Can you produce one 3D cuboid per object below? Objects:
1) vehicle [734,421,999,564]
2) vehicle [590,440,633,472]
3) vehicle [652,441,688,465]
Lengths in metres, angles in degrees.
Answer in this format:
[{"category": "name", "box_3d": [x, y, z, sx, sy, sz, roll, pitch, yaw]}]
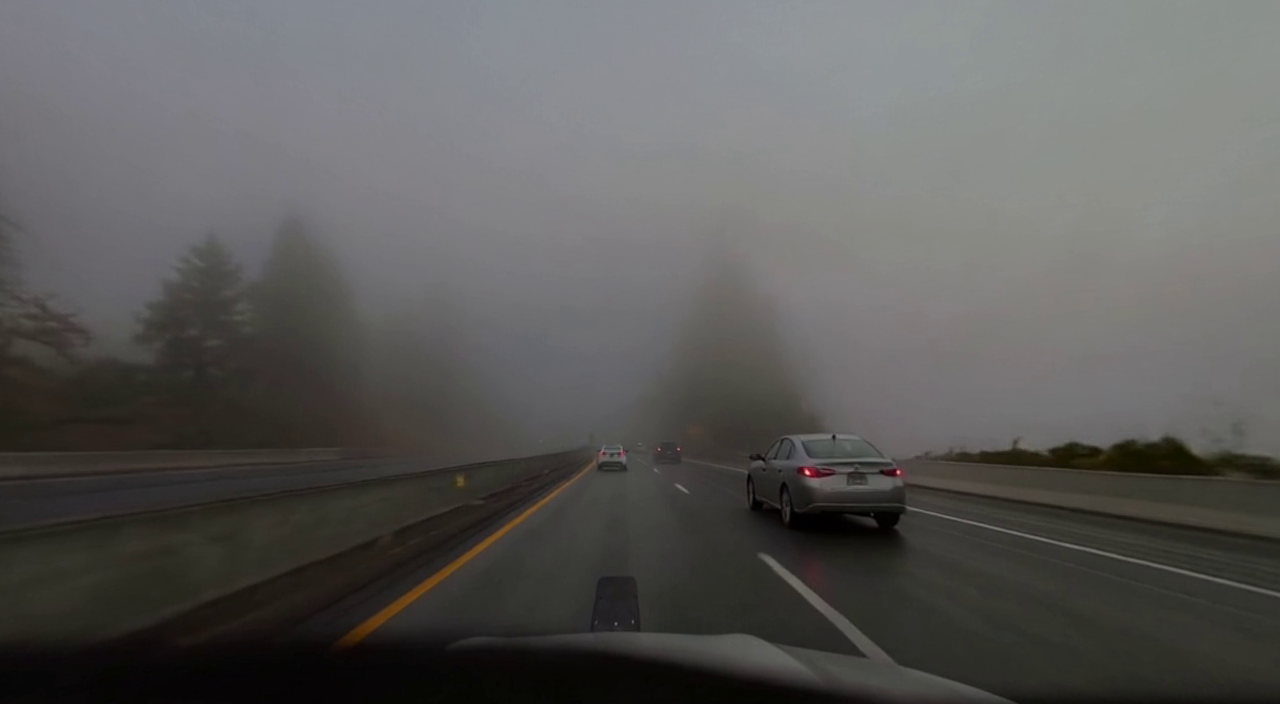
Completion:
[{"category": "vehicle", "box_3d": [2.921, 1.927, 9.610, 2.055, 1.566, 5.046, 0, -8, -1]}, {"category": "vehicle", "box_3d": [-1.576, 5.551, 33.949, 2.178, 1.559, 4.254, 0, -8, -3]}, {"category": "vehicle", "box_3d": [1.956, 6.817, 42.774, 2.146, 1.546, 3.796, 0, -8, -2]}]
